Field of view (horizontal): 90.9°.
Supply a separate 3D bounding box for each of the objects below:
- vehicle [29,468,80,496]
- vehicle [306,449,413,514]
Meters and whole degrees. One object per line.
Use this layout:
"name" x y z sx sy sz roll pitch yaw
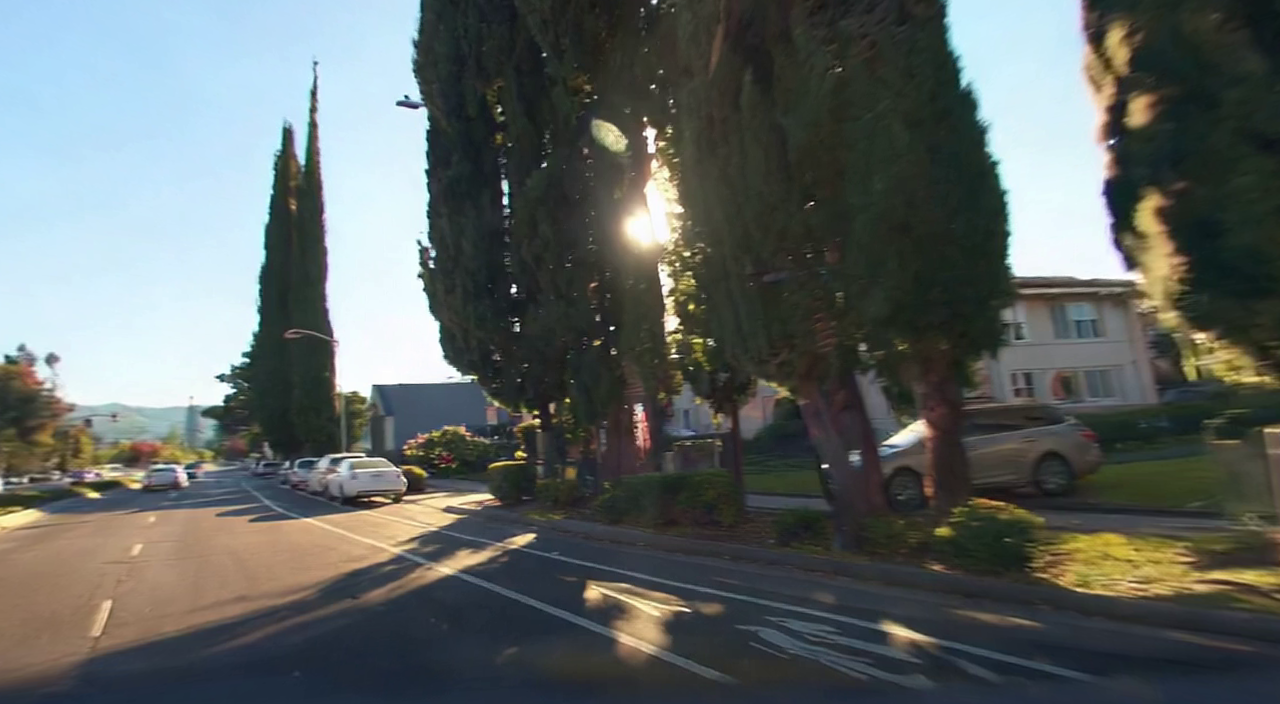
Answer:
"vehicle" -42.548 9.415 45.931 2.331 1.696 4.861 6 -11 -39
"vehicle" -9.163 4.036 20.361 2.078 1.738 5.133 5 -10 -35
